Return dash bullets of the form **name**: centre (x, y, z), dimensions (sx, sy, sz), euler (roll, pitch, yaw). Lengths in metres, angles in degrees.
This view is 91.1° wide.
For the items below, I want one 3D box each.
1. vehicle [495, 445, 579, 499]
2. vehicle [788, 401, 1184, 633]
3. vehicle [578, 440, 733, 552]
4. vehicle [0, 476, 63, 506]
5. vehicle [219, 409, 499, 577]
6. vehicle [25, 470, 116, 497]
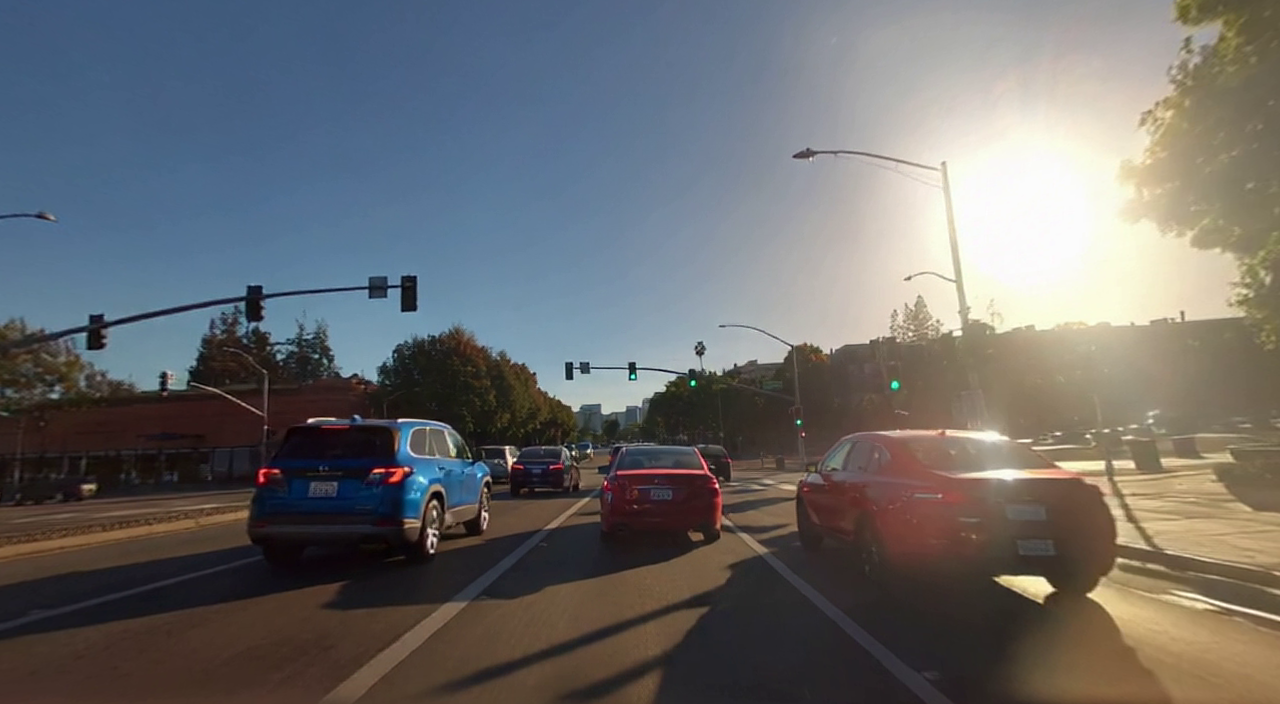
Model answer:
- **vehicle**: centre (-3.120, 3.704, 19.854), dimensions (1.868, 1.516, 4.114), euler (0, -8, 1)
- **vehicle**: centre (3.153, 1.579, 7.073), dimensions (1.880, 1.747, 4.500), euler (0, -8, 0)
- **vehicle**: centre (0.161, 2.192, 10.325), dimensions (2.051, 1.460, 3.932), euler (0, -8, -1)
- **vehicle**: centre (-34.678, 7.548, 34.280), dimensions (4.401, 1.464, 1.980), euler (0, -8, 2)
- **vehicle**: centre (-3.479, 1.812, 8.872), dimensions (1.889, 1.767, 4.289), euler (0, -8, 1)
- **vehicle**: centre (-39.679, 9.146, 43.780), dimensions (4.659, 1.763, 1.857), euler (-1, -8, 6)
